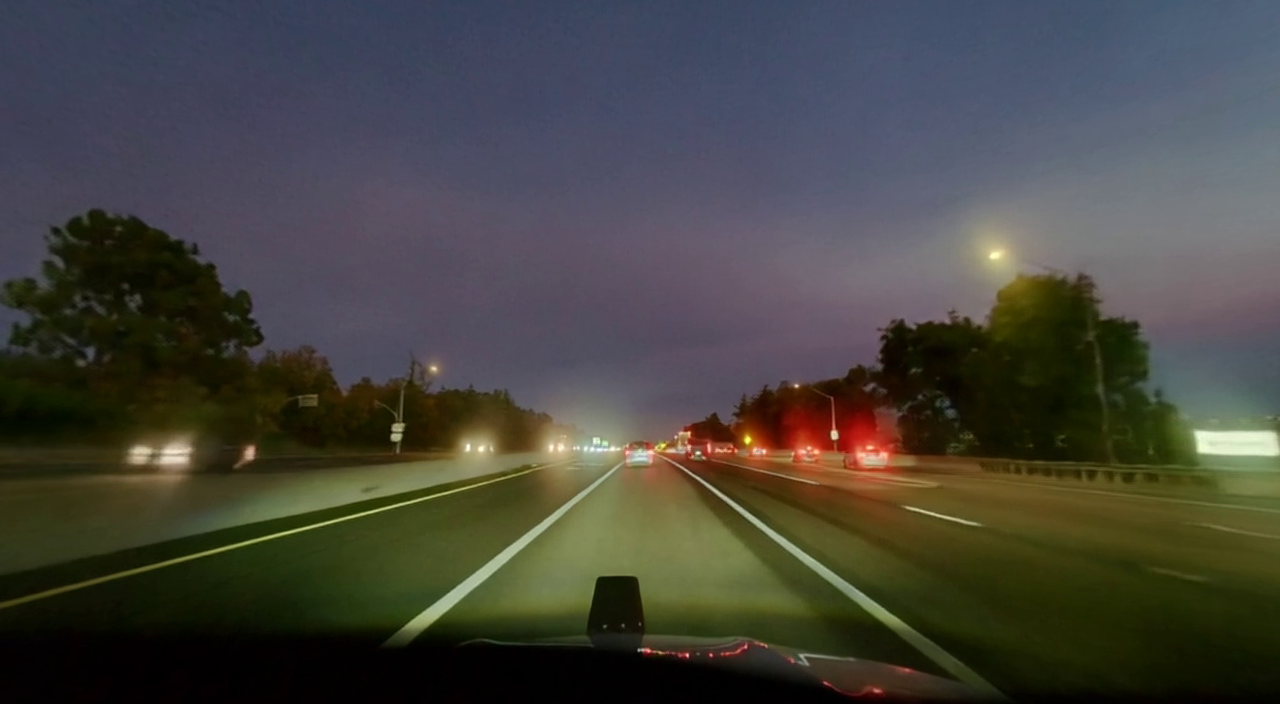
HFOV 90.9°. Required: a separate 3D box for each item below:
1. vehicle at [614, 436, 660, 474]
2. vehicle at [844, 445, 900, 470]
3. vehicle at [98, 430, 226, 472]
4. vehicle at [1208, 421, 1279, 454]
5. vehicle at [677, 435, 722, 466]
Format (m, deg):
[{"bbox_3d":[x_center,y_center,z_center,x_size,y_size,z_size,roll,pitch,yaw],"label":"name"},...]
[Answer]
[{"bbox_3d":[-0.152,4.974,30.659,2.105,1.711,4.293,0,-8,0],"label":"vehicle"},{"bbox_3d":[14.193,6.460,38.916,1.872,1.459,4.502,0,-8,2],"label":"vehicle"},{"bbox_3d":[-22.243,4.641,29.670,2.027,1.781,5.017,0,-8,0],"label":"vehicle"},{"bbox_3d":[34.882,4.825,35.183,4.402,1.637,1.847,1,-10,5],"label":"vehicle"},{"bbox_3d":[3.991,6.787,43.661,2.505,2.020,5.532,0,-8,-1],"label":"vehicle"}]
